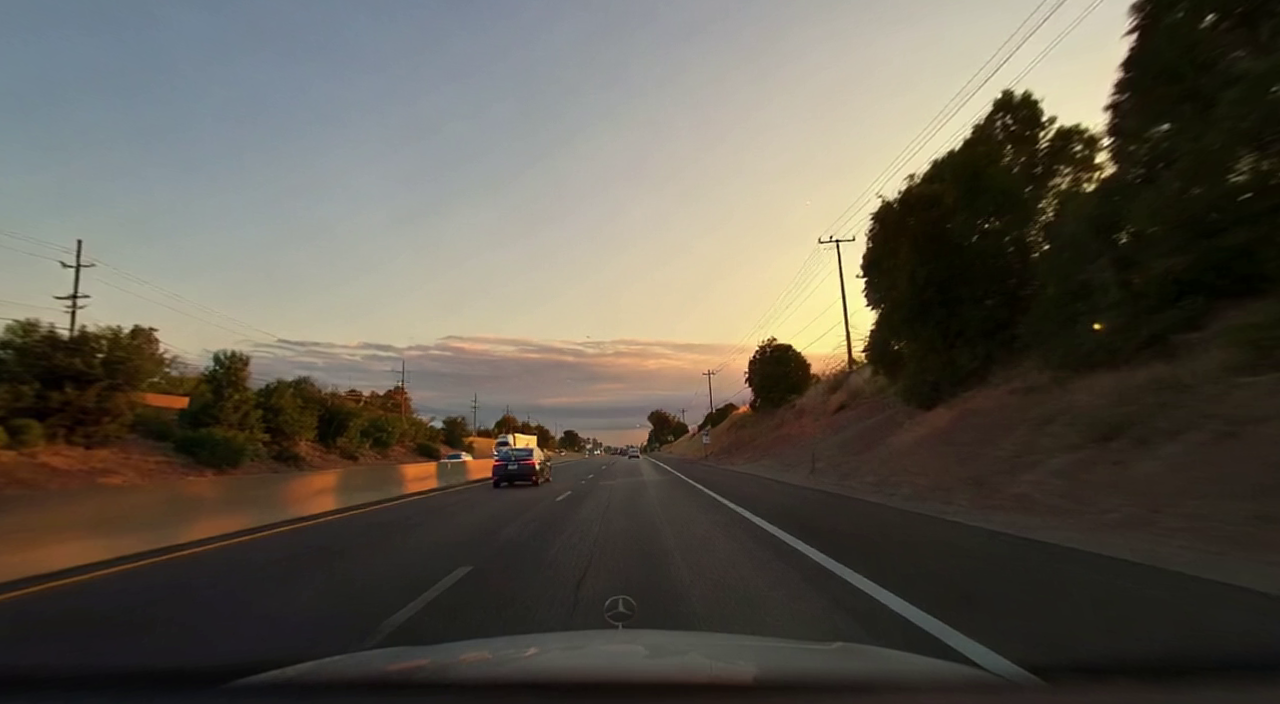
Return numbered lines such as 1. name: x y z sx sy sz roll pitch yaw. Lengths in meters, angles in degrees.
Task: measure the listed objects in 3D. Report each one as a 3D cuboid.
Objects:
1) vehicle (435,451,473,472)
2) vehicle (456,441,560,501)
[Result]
1. vehicle: -13.276 7.823 44.845 1.642 1.383 3.633 0 -9 -1
2. vehicle: -3.715 3.438 18.534 2.123 1.545 4.404 0 -9 0
